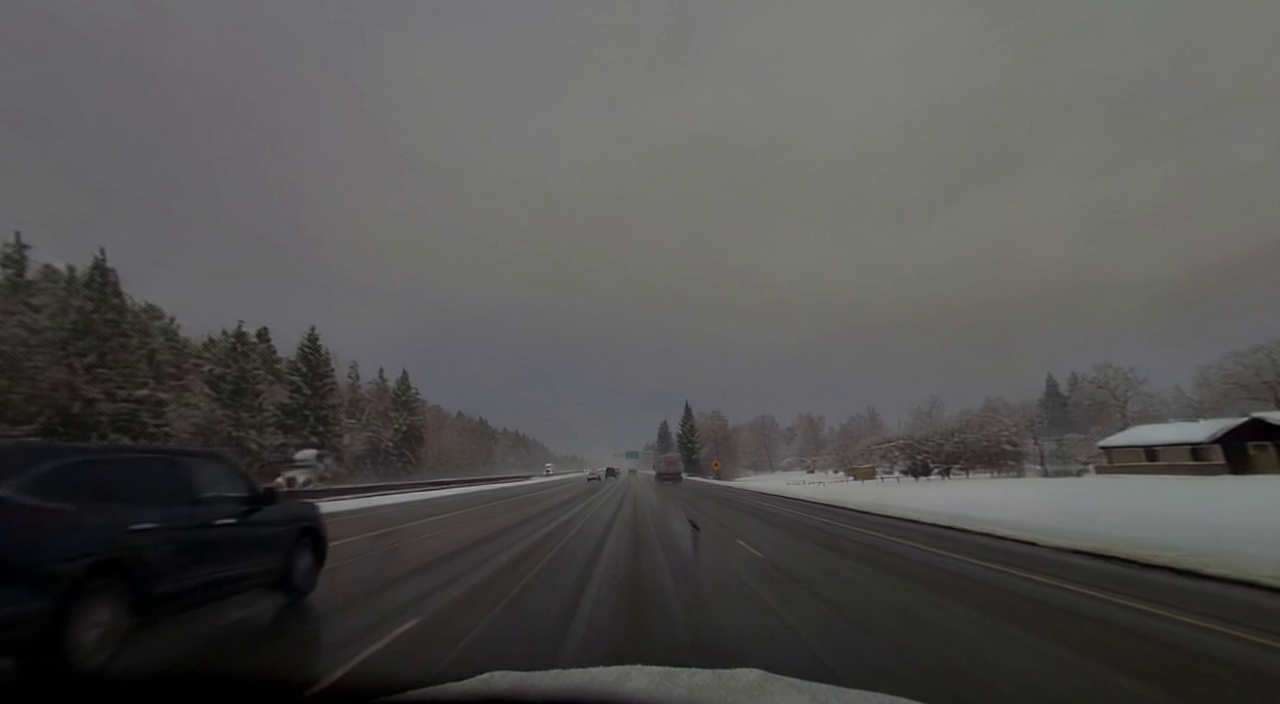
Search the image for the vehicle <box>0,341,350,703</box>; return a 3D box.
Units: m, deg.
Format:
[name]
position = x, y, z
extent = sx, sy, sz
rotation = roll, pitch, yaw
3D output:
[vehicle]
position = -3.842, 1.027, 3.581
extent = 2.036, 1.835, 4.888
rotation = 1, -10, 0
